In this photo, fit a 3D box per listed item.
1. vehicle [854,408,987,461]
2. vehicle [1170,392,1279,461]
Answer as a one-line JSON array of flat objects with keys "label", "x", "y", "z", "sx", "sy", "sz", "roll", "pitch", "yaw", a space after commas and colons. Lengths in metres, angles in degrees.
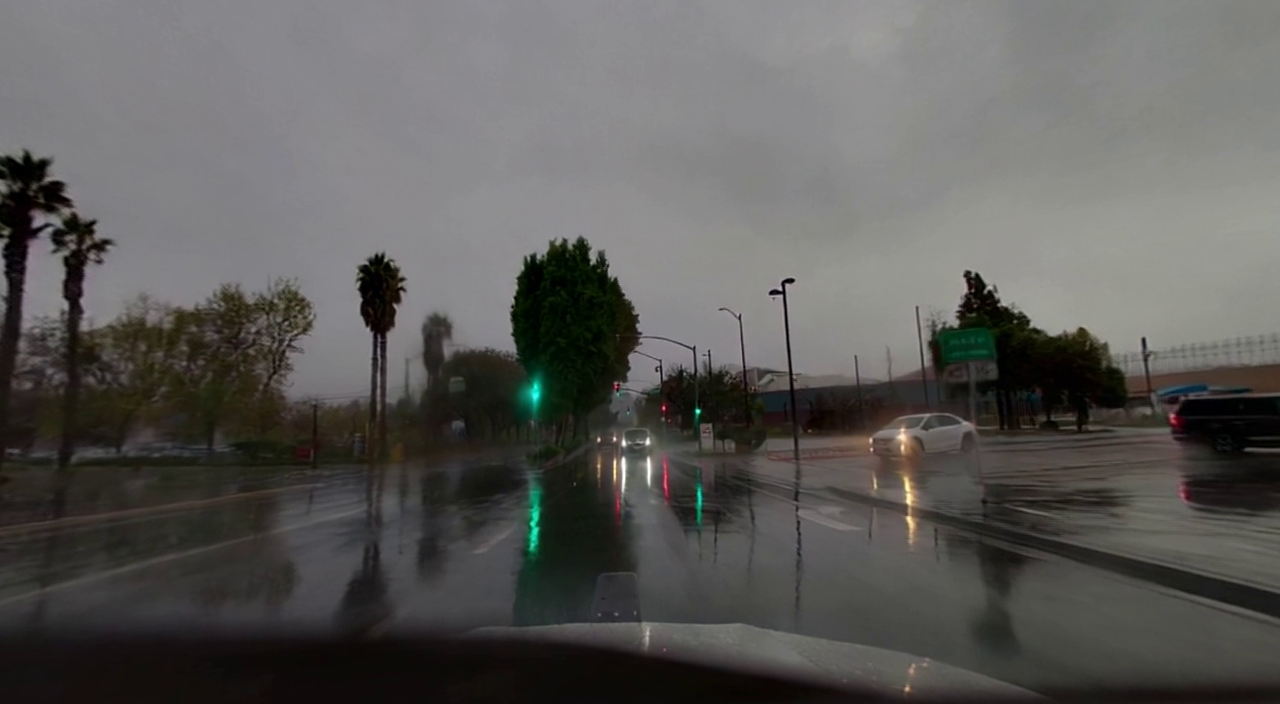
[{"label": "vehicle", "x": 12.484, "y": 3.679, "z": 27.920, "sx": 6.059, "sy": 2.082, "sz": 2.703, "roll": 7, "pitch": -11, "yaw": -37}, {"label": "vehicle", "x": 17.690, "y": 2.074, "z": 17.387, "sx": 4.389, "sy": 1.803, "sz": 1.849, "roll": 0, "pitch": -8, "yaw": 2}]
